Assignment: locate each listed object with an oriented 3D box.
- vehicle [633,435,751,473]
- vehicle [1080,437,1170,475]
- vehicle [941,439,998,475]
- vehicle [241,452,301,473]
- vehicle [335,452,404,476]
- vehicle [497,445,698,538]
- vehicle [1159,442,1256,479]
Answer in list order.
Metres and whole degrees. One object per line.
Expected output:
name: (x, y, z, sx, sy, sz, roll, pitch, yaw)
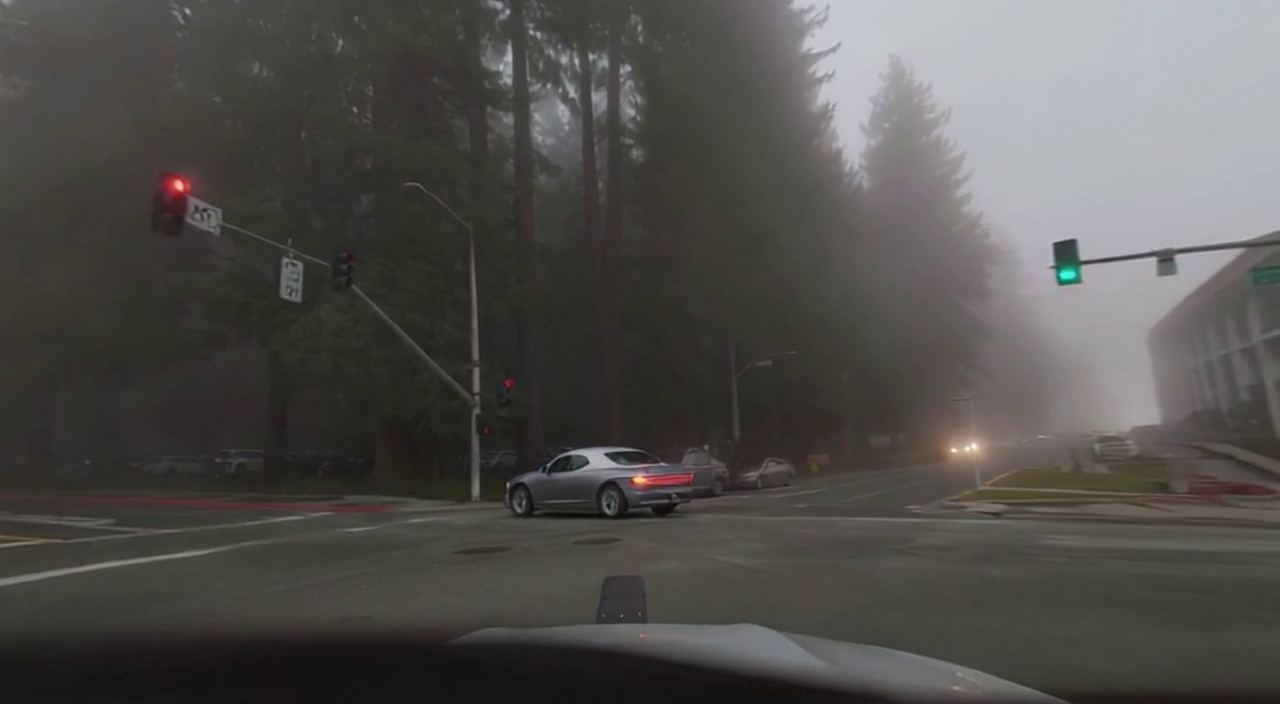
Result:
vehicle: (2.802, 5.503, 34.342, 6.021, 1.868, 2.172, -4, -9, 24)
vehicle: (20.471, 4.385, 26.865, 1.983, 1.453, 4.180, -3, -9, 23)
vehicle: (15.280, 4.850, 29.499, 2.024, 1.489, 4.613, -4, -9, 24)
vehicle: (-26.678, 7.991, 45.759, 1.627, 1.392, 3.330, -3, -9, 24)
vehicle: (-17.699, 7.340, 41.514, 1.709, 1.410, 3.945, -3, -9, 23)
vehicle: (-1.020, 2.696, 12.970, 1.903, 1.529, 4.254, 7, -11, -40)
vehicle: (23.263, 4.427, 26.092, 1.889, 1.358, 3.751, -4, -9, 25)
